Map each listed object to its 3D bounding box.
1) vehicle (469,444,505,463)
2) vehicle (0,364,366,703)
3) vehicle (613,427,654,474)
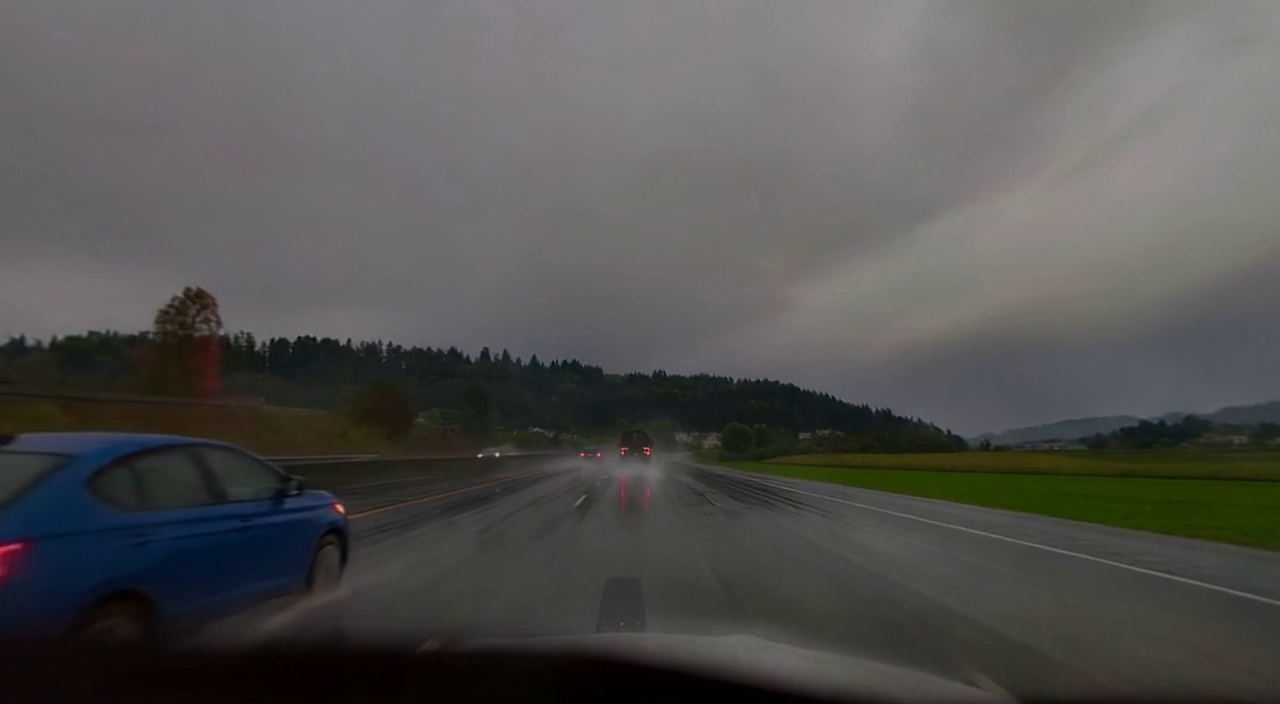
[{"bbox_3d":[-11.911,7.948,49.350,1.767,1.452,3.615,-1,-9,3],"label":"vehicle"},{"bbox_3d":[-3.299,0.996,2.994,2.088,1.643,4.215,0,-9,0],"label":"vehicle"},{"bbox_3d":[-0.506,6.971,44.787,2.672,3.056,6.900,0,-9,-1],"label":"vehicle"}]
